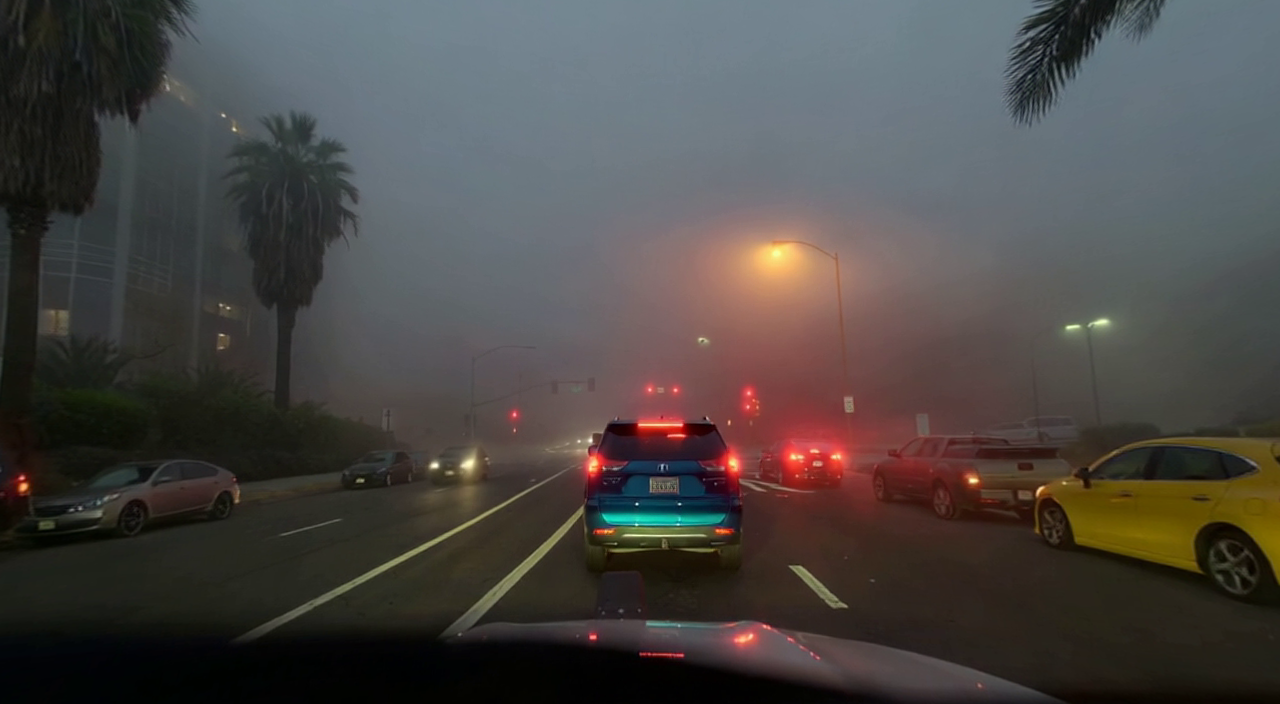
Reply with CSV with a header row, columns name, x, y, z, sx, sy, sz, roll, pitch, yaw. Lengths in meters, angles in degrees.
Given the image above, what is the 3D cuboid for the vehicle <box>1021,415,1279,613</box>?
name,x,y,z,sx,sy,sz,roll,pitch,yaw
vehicle,6.435,1.602,6.921,1.935,1.672,4.139,0,-8,1

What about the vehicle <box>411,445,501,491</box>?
name,x,y,z,sx,sy,sz,roll,pitch,yaw
vehicle,-6.585,4.158,23.159,1.928,1.475,4.645,0,-8,0

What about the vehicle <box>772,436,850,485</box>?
name,x,y,z,sx,sy,sz,roll,pitch,yaw
vehicle,6.547,4.174,24.612,1.948,1.729,4.023,0,-8,1

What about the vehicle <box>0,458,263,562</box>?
name,x,y,z,sx,sy,sz,roll,pitch,yaw
vehicle,-9.583,2.817,11.941,2.054,1.467,4.595,-3,-9,1

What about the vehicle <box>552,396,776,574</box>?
name,x,y,z,sx,sy,sz,roll,pitch,yaw
vehicle,0.258,1.667,8.636,2.264,1.798,4.258,0,-8,1

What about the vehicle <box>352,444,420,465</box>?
name,x,y,z,sx,sy,sz,roll,pitch,yaw
vehicle,-18.732,7.550,46.663,1.759,1.457,4.297,-7,-11,37

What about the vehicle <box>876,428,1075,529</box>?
name,x,y,z,sx,sy,sz,roll,pitch,yaw
vehicle,6.663,2.529,13.235,1.930,1.736,4.329,-1,-8,3
